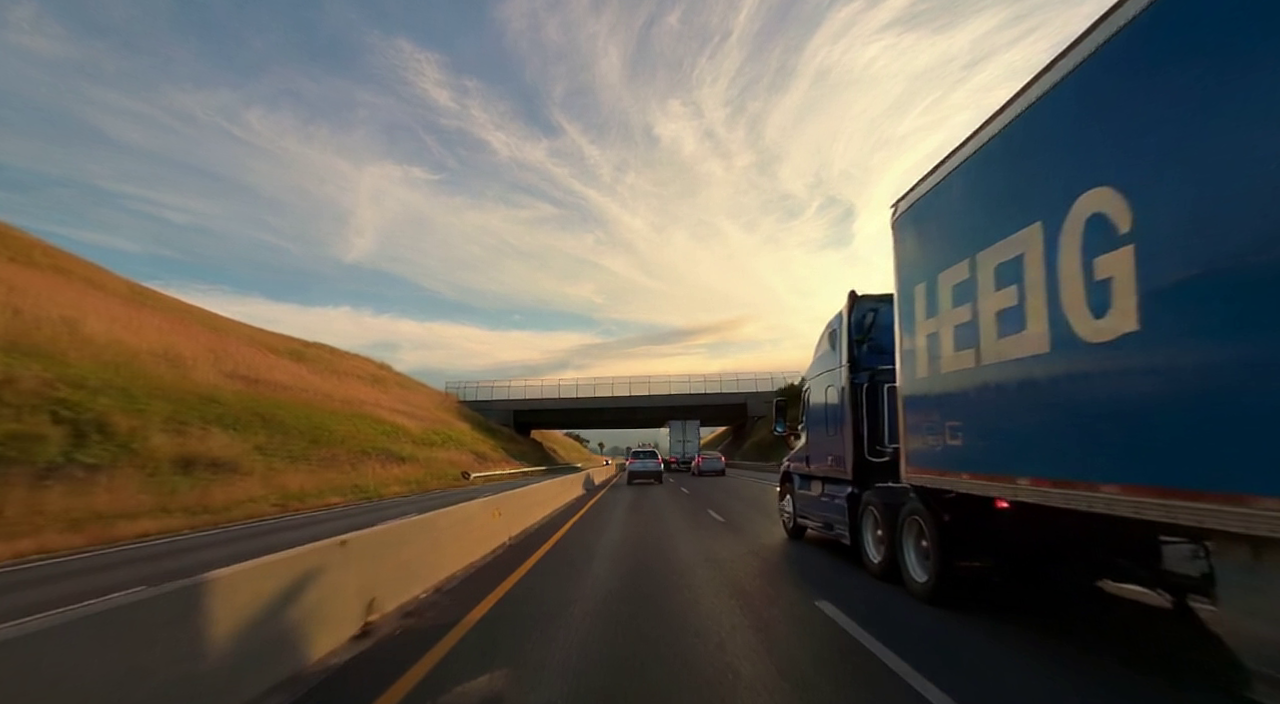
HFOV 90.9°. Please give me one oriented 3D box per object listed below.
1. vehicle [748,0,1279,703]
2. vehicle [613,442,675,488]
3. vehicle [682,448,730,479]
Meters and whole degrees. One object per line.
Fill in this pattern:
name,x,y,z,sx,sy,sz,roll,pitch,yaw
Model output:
vehicle,3.135,-0.227,2.785,2.870,4.056,14.250,-1,-9,0
vehicle,0.163,4.476,25.175,2.256,1.615,4.114,-1,-9,0
vehicle,3.370,5.773,32.812,1.972,1.505,3.946,0,-9,-1
